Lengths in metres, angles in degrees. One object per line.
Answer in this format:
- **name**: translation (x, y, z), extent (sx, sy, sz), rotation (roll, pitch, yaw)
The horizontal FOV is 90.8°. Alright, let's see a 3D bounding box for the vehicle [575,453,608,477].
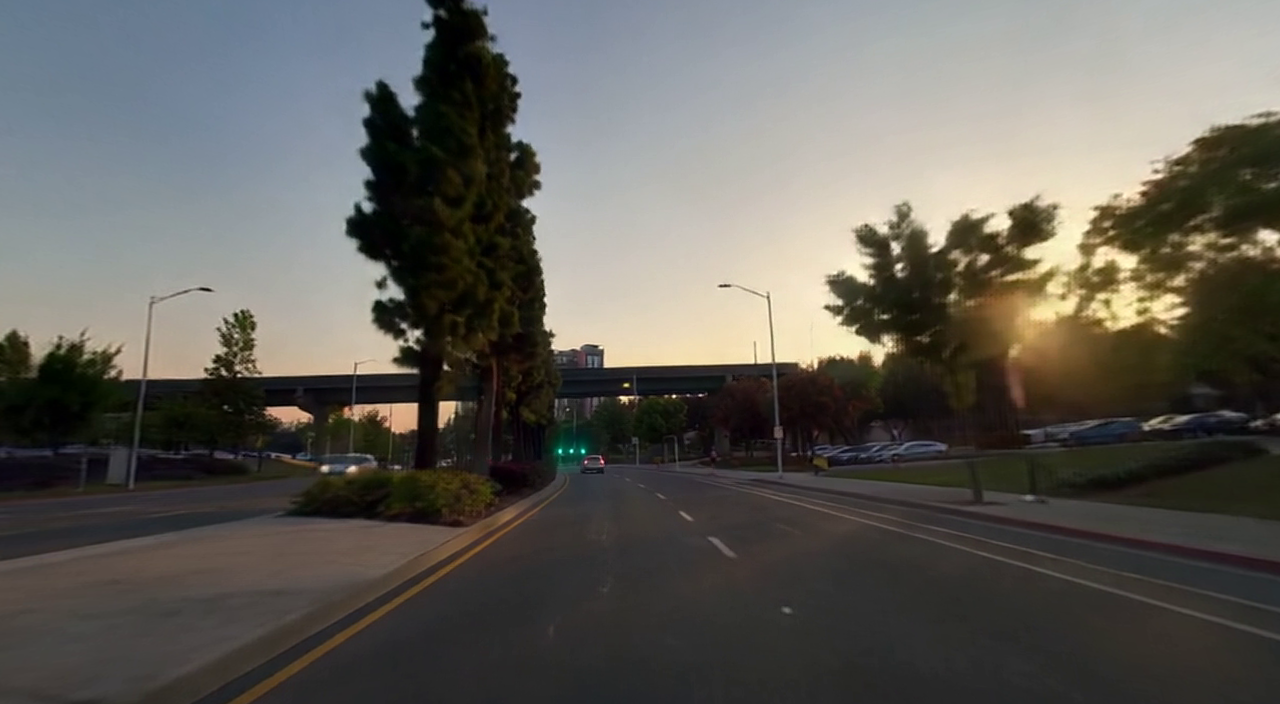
- **vehicle**: translation (-3.829, 8.723, 49.080), extent (2.184, 1.713, 4.231), rotation (1, -9, -9)
